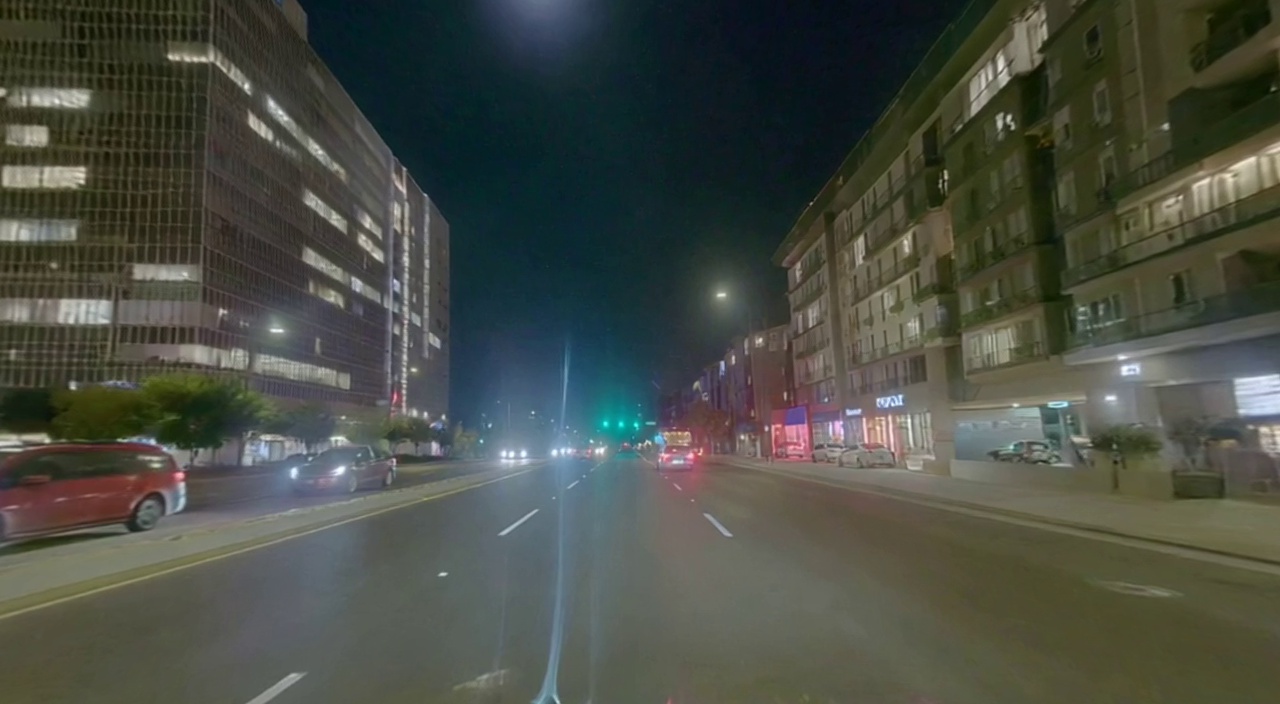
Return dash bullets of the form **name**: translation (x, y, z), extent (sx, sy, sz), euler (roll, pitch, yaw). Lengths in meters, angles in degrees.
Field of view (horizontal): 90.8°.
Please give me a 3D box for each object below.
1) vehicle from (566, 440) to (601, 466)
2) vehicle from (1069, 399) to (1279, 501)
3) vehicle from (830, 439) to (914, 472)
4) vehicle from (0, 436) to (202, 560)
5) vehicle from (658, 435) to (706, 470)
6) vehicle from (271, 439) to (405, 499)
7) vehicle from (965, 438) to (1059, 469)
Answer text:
- **vehicle**: translation (-3.714, 6.682, 42.054), extent (2.046, 1.617, 4.601), euler (0, -8, -2)
- **vehicle**: translation (13.370, 2.214, 14.521), extent (5.419, 2.120, 2.164), euler (0, -8, -3)
- **vehicle**: translation (11.741, 5.233, 32.363), extent (1.954, 1.483, 4.742), euler (-2, -7, -7)
- **vehicle**: translation (-8.707, 2.003, 9.043), extent (1.923, 1.482, 4.273), euler (-3, -8, -1)
- **vehicle**: translation (2.241, 5.584, 35.308), extent (2.130, 1.787, 5.126), euler (0, -8, -2)
- **vehicle**: translation (-8.872, 3.456, 19.073), extent (1.969, 1.489, 4.522), euler (-2, -8, -2)
- **vehicle**: translation (19.999, 5.492, 34.263), extent (2.013, 1.548, 4.579), euler (1, -9, -5)
